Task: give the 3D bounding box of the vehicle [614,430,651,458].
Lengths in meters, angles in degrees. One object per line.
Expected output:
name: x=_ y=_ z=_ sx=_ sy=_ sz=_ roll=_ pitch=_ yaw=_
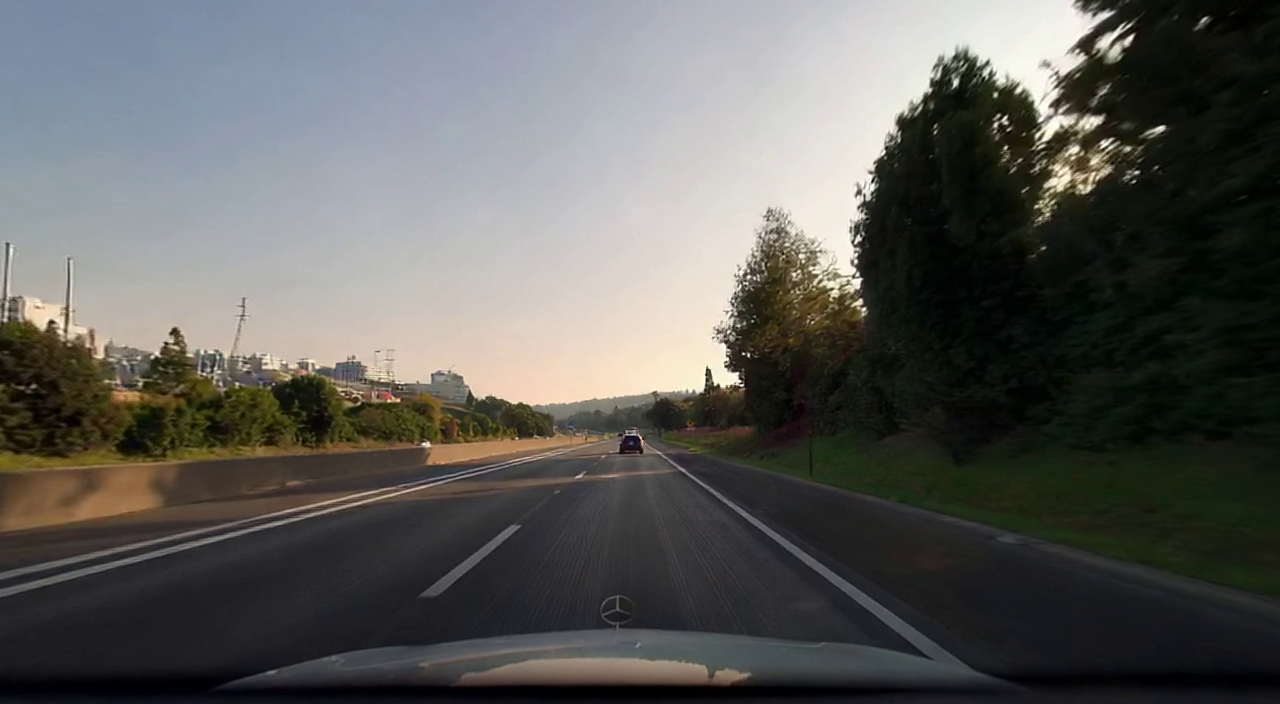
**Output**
vehicle: x=-0.501 y=5.698 z=39.156 sx=2.151 sy=1.618 sz=3.898 roll=0 pitch=-8 yaw=-1
